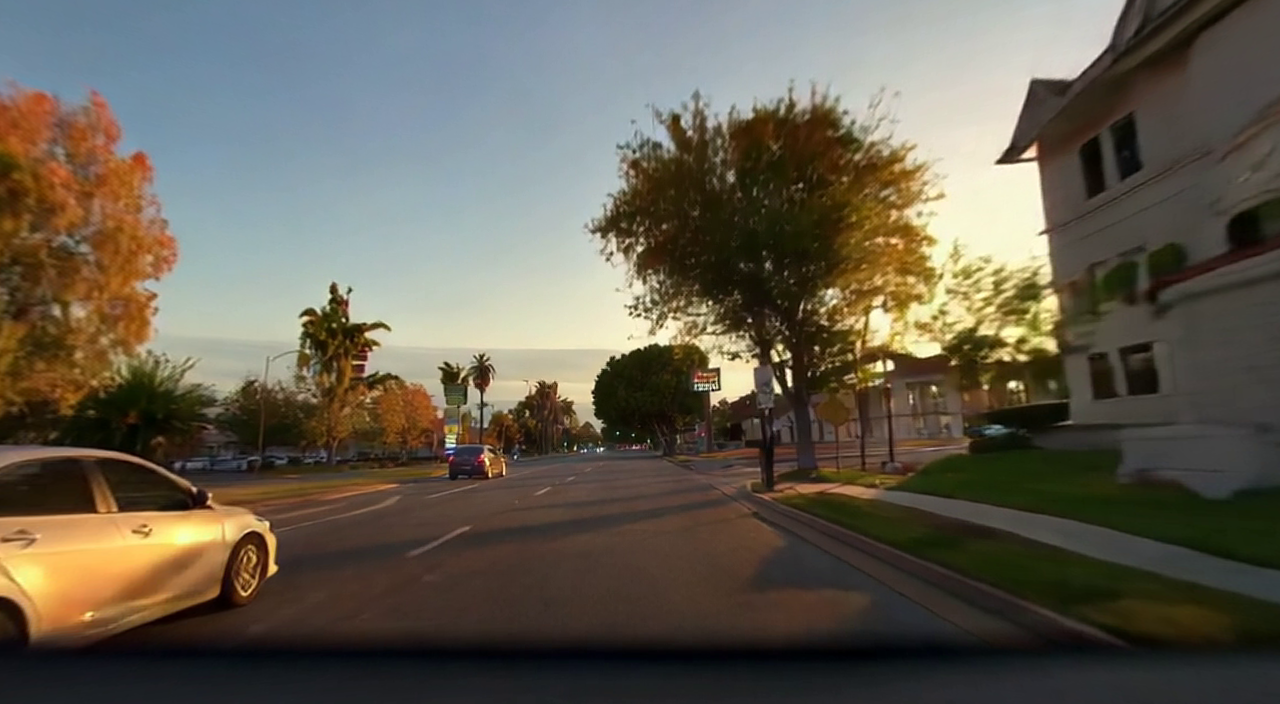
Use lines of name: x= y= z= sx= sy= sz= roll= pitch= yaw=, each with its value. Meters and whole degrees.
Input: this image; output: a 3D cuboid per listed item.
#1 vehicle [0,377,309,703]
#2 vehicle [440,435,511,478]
vehicle: x=-4.163 y=1.066 z=3.807 sx=2.041 sy=1.666 sz=4.182 roll=0 pitch=-9 yaw=-1
vehicle: x=-7.549 y=4.848 z=29.390 sx=2.136 sy=1.844 sz=4.363 roll=0 pitch=-9 yaw=0
